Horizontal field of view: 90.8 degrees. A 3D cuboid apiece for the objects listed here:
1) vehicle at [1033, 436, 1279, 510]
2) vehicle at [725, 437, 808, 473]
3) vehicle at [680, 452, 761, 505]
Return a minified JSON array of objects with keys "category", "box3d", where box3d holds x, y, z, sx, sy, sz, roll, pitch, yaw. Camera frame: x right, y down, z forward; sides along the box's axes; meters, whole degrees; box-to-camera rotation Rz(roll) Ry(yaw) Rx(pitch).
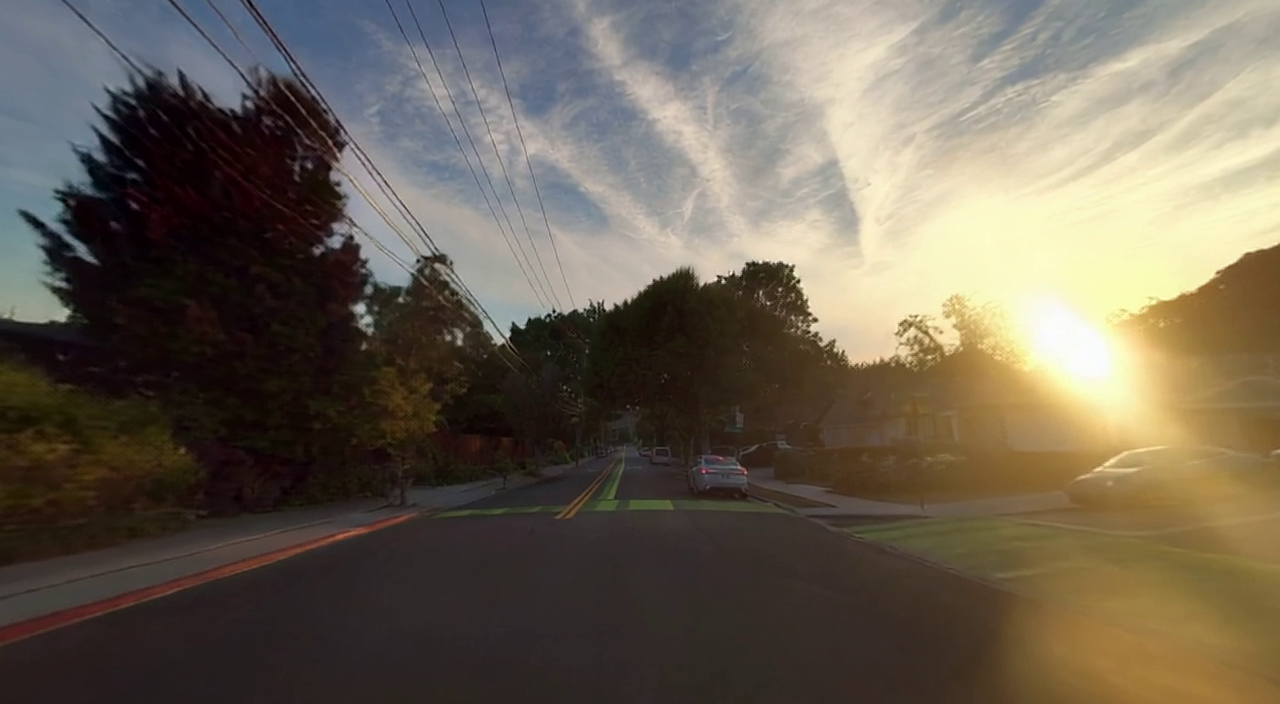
[{"category":"vehicle","box3d":[11.856,2.716,14.108,4.809,1.494,1.940,0,-13,-2]},{"category":"vehicle","box3d":[8.470,6.910,42.552,4.922,1.846,1.941,-6,-8,-6]},{"category":"vehicle","box3d":[2.666,4.332,22.288,1.989,1.545,5.423,0,-8,-2]}]
